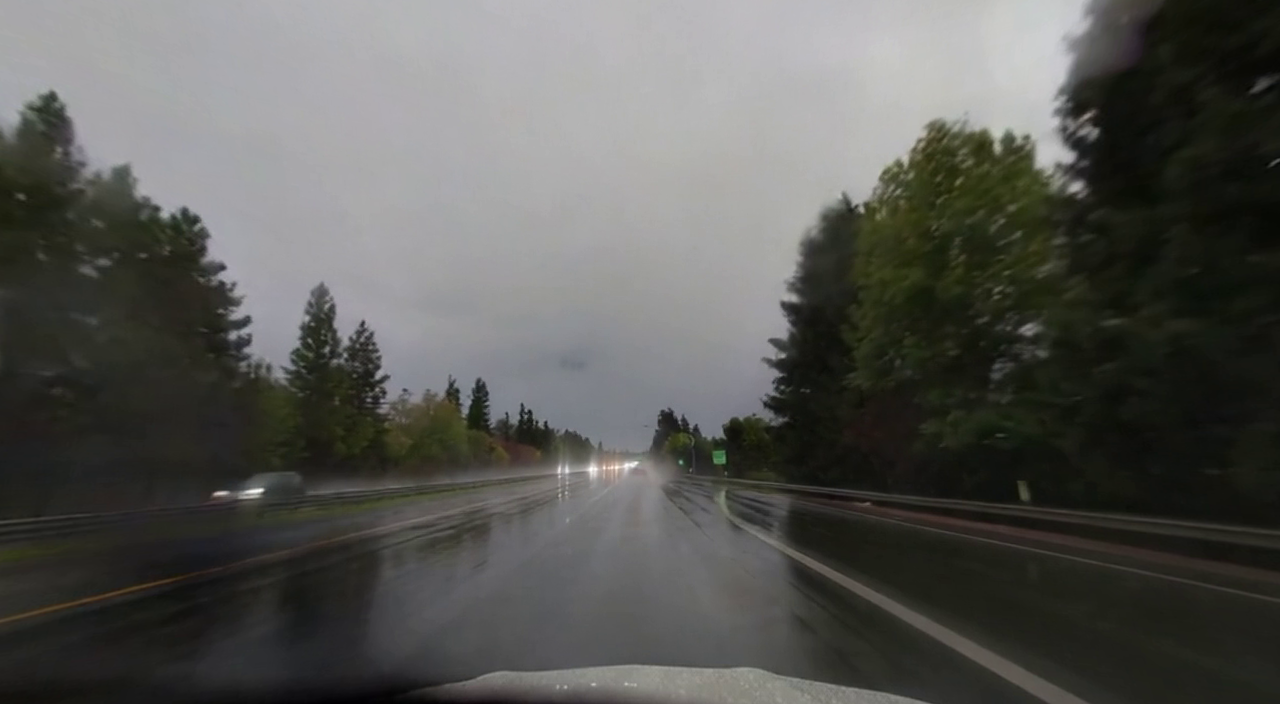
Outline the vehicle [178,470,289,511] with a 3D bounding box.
[{"bbox_3d":[-16.114,5.485,25.239,1.725,1.427,3.999,1,-10,0],"label":"vehicle"}]
